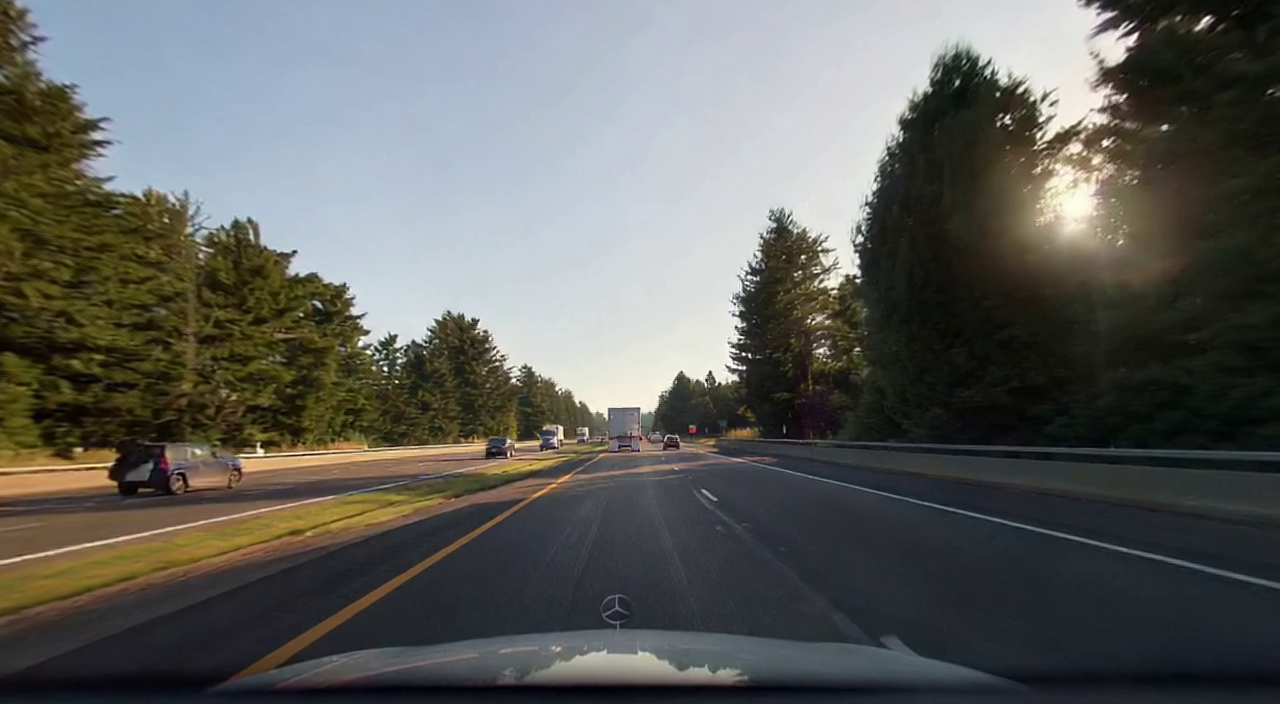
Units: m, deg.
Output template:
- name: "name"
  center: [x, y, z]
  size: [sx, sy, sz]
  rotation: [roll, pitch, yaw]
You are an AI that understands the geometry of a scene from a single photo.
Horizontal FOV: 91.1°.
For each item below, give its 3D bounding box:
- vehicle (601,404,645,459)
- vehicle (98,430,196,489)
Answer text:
- name: "vehicle"
  center: [-1.117, 4.932, 39.004]
  size: [2.450, 3.098, 6.965]
  rotation: [0, -8, -3]
- name: "vehicle"
  center: [-37.272, 8.065, 47.823]
  size: [2.907, 3.948, 6.367]
  rotation: [-2, -8, -8]
